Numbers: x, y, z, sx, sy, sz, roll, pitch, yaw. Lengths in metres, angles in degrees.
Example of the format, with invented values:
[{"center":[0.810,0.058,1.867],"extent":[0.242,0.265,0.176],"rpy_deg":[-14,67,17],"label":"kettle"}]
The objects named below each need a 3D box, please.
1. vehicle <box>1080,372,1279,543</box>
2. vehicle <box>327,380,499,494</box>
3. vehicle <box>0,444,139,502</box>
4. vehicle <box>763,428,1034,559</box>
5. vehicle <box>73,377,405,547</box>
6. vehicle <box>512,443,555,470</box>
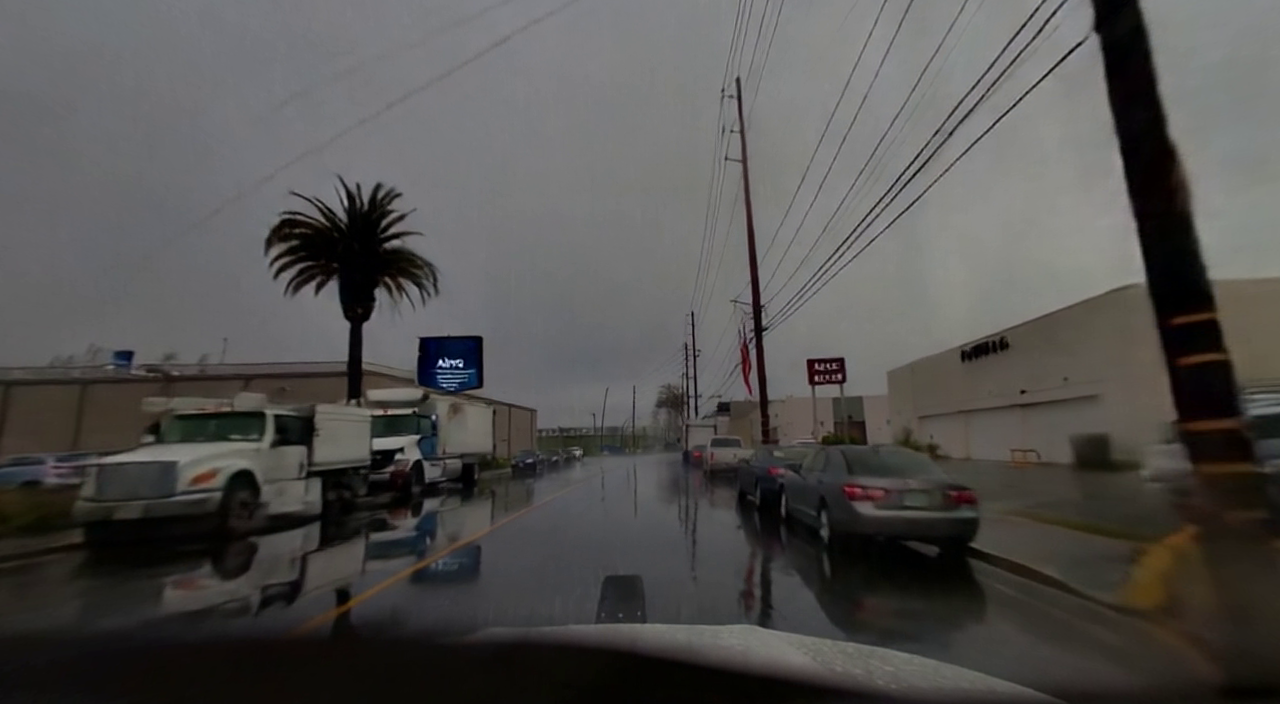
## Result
[{"center":[9.017,1.443,9.307],"extent":[2.325,1.877,5.987],"rpy_deg":[-6,-9,17],"label":"vehicle"},{"center":[-7.704,3.127,22.945],"extent":[2.941,3.418,7.738],"rpy_deg":[-1,-9,3],"label":"vehicle"},{"center":[-17.131,3.288,17.402],"extent":[4.890,1.483,2.055],"rpy_deg":[0,-9,1],"label":"vehicle"},{"center":[3.563,2.061,10.043],"extent":[2.246,1.533,4.971],"rpy_deg":[0,-9,1],"label":"vehicle"},{"center":[-8.101,2.370,14.325],"extent":[2.845,2.738,7.208],"rpy_deg":[-3,-8,0],"label":"vehicle"},{"center":[-7.057,6.965,42.369],"extent":[1.936,1.632,4.145],"rpy_deg":[-3,-8,3],"label":"vehicle"}]
